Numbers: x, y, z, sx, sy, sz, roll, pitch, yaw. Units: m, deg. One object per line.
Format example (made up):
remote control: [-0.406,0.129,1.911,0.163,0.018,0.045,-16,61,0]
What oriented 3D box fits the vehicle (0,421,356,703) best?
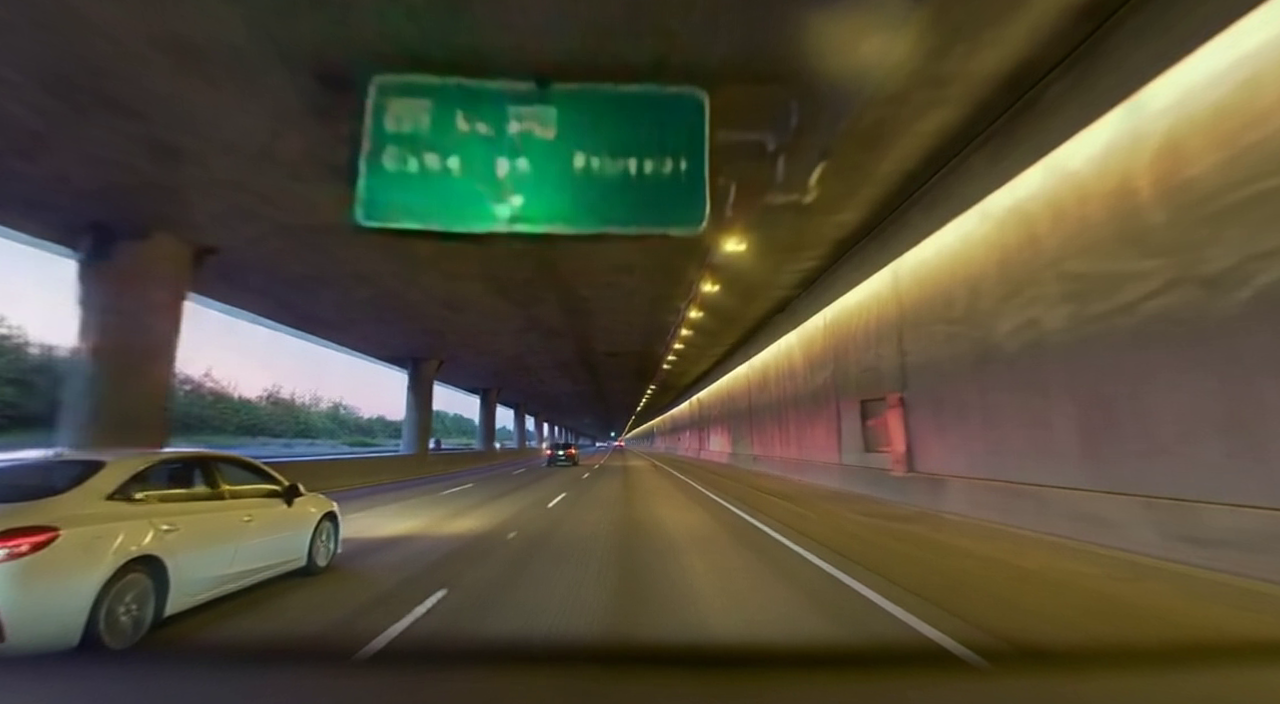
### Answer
vehicle: [-3.984,1.275,4.520,1.885,1.424,4.230,-1,-8,1]

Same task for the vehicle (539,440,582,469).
vehicle: [-4.393,5.717,35.350,1.973,1.474,4.199,0,-8,-1]
